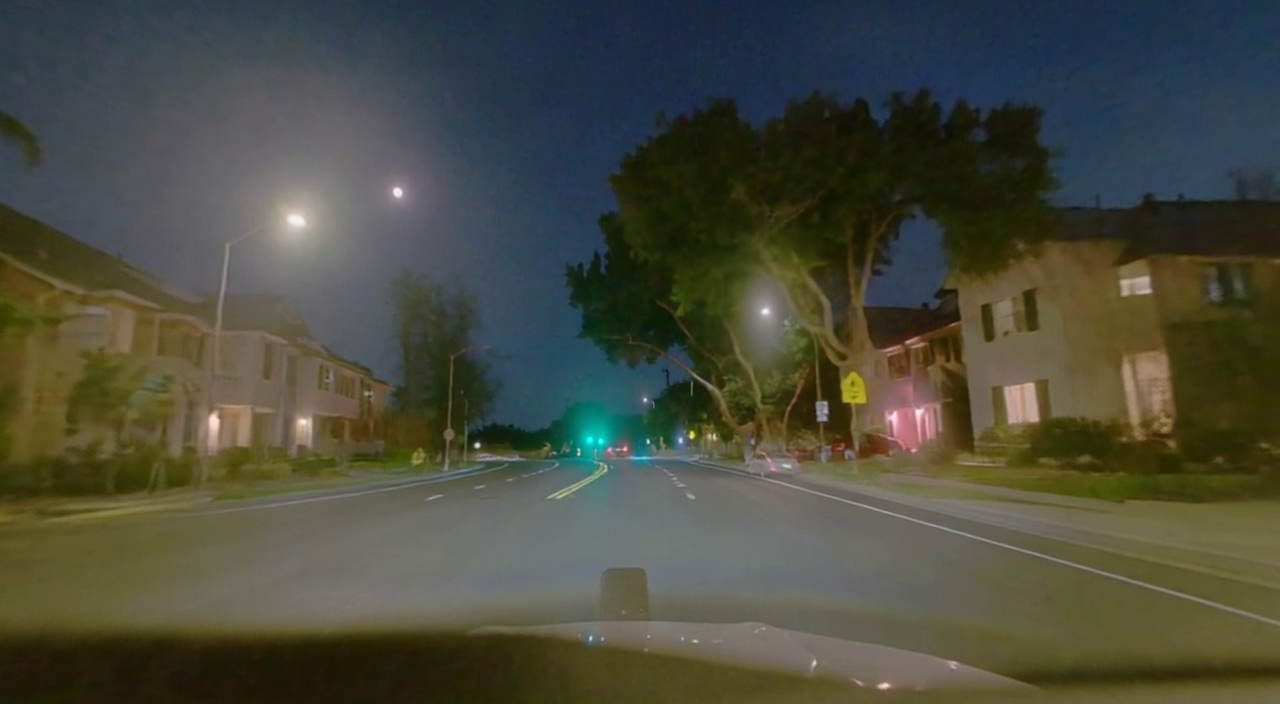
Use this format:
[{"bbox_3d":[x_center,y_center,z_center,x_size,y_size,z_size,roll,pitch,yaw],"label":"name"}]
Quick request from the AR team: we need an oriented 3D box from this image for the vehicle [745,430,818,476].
[{"bbox_3d":[6.842,4.952,31.259,2.348,1.986,6.289,0,-8,2],"label":"vehicle"}]

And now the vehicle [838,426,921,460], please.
[{"bbox_3d":[15.890,6.034,42.281,2.205,1.995,5.543,-1,-6,-16],"label":"vehicle"}]

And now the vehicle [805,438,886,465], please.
[{"bbox_3d":[12.564,6.100,38.566,4.508,1.462,1.721,4,-10,-17],"label":"vehicle"}]
